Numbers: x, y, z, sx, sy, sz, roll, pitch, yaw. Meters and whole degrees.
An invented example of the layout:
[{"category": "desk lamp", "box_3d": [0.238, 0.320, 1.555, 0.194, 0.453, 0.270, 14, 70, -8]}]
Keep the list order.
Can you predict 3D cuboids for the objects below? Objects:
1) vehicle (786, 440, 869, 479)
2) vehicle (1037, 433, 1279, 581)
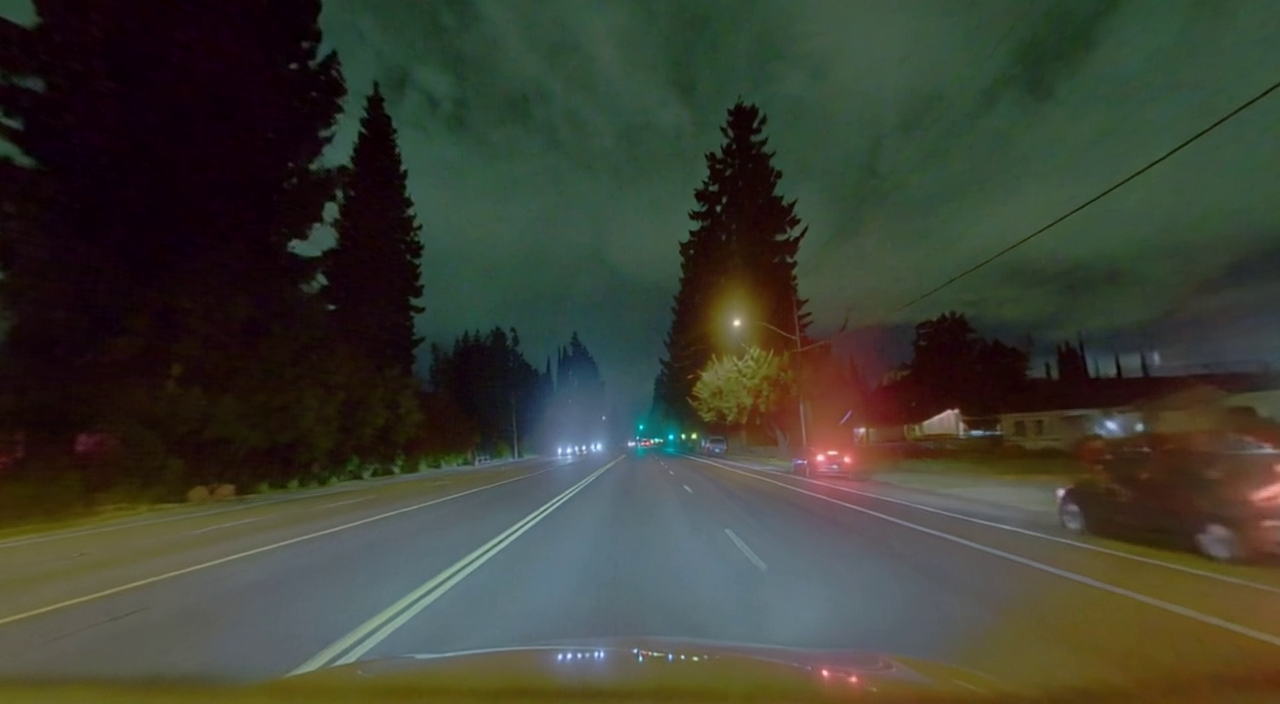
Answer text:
[{"category": "vehicle", "box_3d": [7.628, 4.426, 26.244, 1.967, 1.449, 4.645, 0, -8, 0]}, {"category": "vehicle", "box_3d": [7.428, 1.780, 7.890, 2.010, 1.469, 4.548, 0, -8, 1]}]
